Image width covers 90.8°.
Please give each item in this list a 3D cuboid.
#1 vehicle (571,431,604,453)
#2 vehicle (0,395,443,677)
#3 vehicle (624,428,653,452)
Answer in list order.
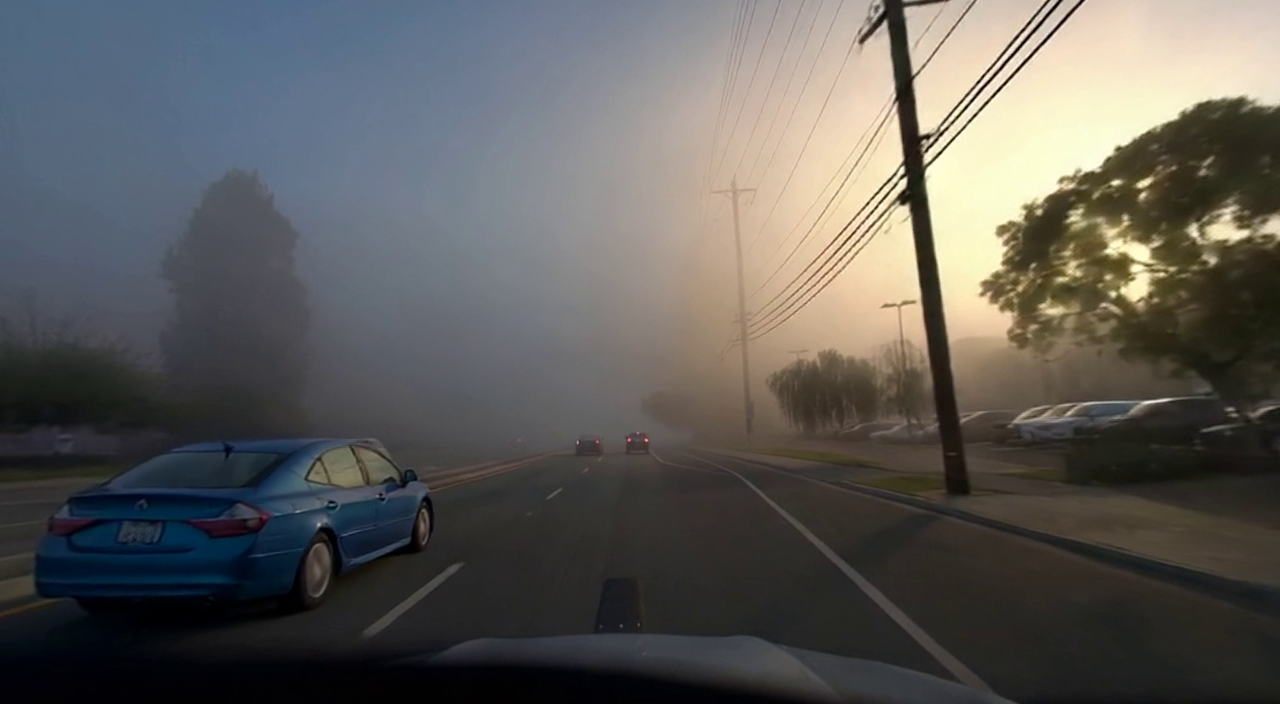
[{"bbox_3d":[-3.787,6.563,45.979,2.021,1.486,3.623,0,-8,1],"label":"vehicle"},{"bbox_3d":[-3.496,1.314,5.732,1.928,1.488,4.635,0,-8,0],"label":"vehicle"},{"bbox_3d":[-0.143,6.789,48.772,2.182,1.773,4.041,0,-8,-1],"label":"vehicle"}]
